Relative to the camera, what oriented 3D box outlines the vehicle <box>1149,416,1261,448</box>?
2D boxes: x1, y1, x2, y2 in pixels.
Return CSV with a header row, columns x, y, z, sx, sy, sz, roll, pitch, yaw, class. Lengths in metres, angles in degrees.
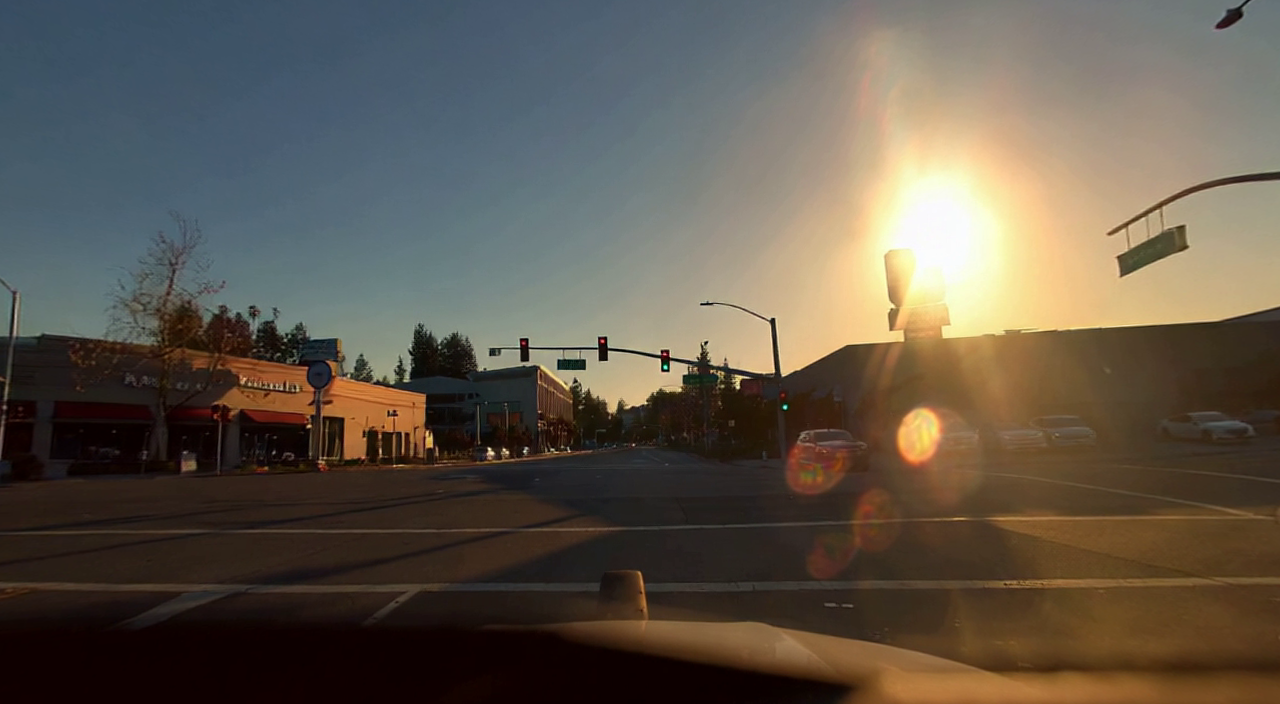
x,y,z,sx,sy,sz,roll,pitch,yaw,class
28.257,4.073,31.723,1.799,1.459,4.266,0,-8,3,vehicle
